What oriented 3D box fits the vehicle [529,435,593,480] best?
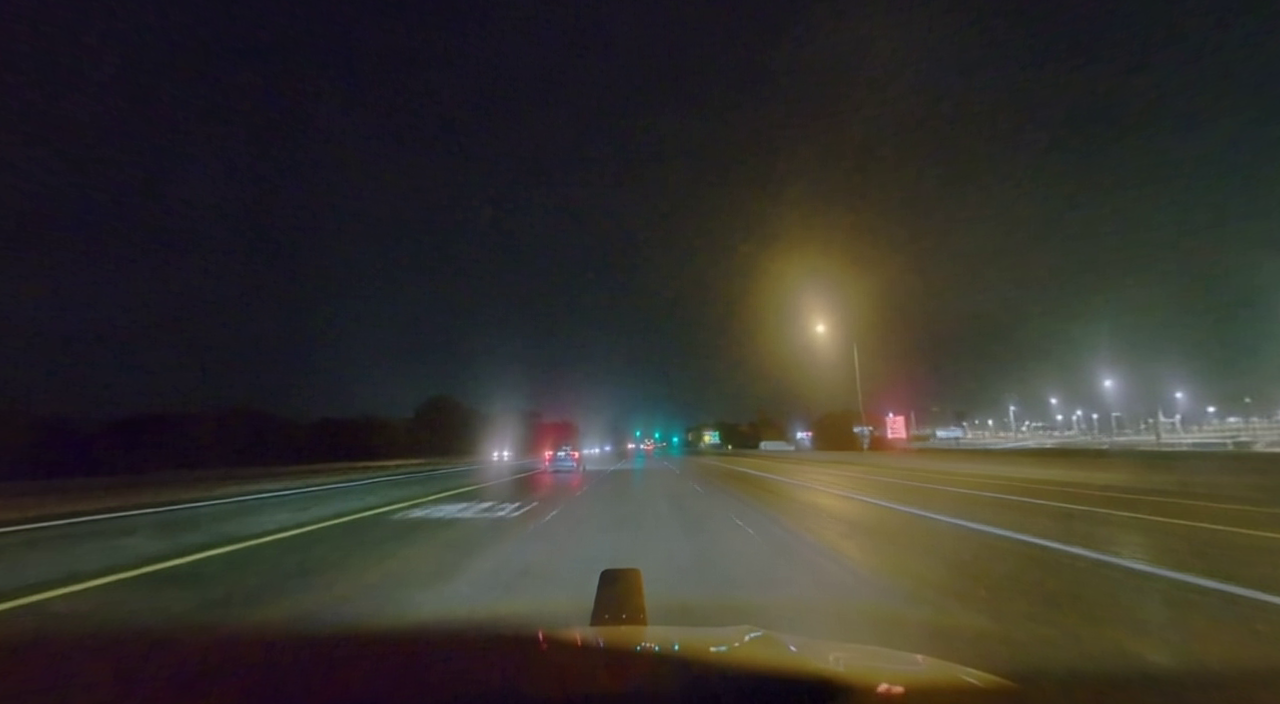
[{"bbox_3d":[-3.237,4.414,26.690,2.072,1.706,4.359,0,-8,1],"label":"vehicle"}]
